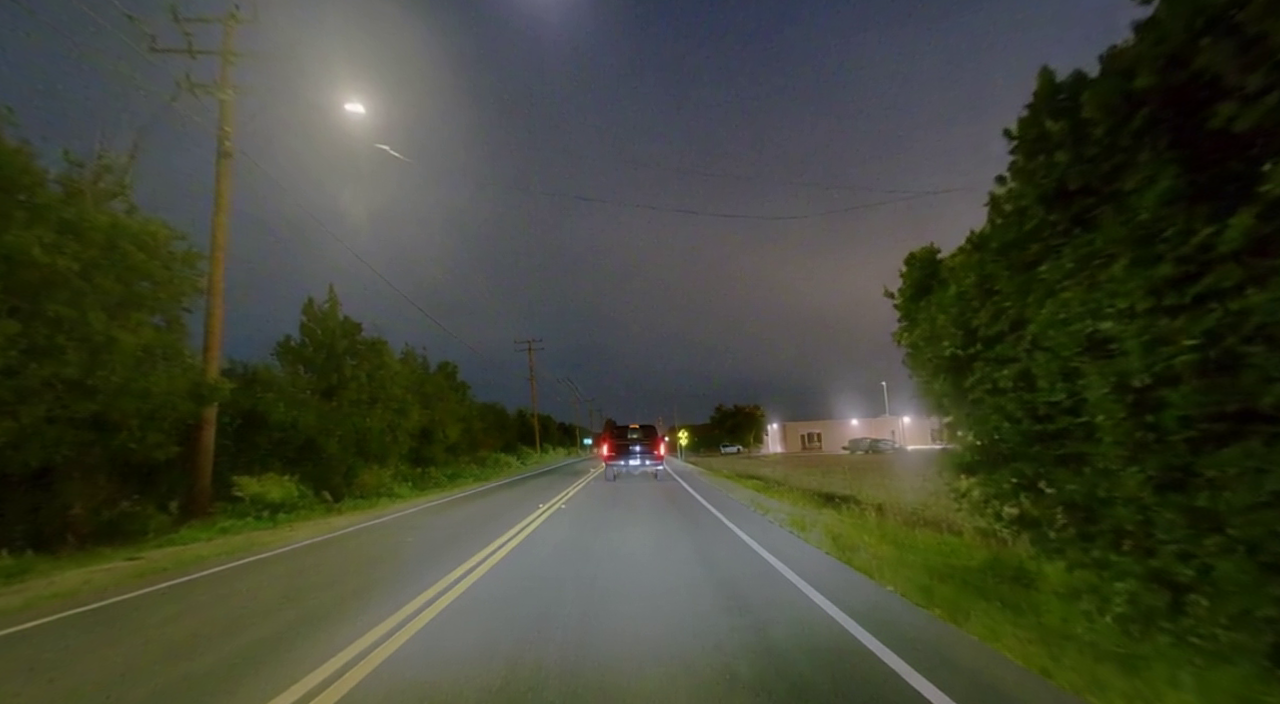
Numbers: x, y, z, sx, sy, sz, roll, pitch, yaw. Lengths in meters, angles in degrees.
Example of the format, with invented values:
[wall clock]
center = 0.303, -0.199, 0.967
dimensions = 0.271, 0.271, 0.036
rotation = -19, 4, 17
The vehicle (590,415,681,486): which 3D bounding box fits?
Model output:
[vehicle]
center = -0.231, 3.810, 24.719
dimensions = 3.021, 2.326, 7.410
rotation = 0, -8, -1
